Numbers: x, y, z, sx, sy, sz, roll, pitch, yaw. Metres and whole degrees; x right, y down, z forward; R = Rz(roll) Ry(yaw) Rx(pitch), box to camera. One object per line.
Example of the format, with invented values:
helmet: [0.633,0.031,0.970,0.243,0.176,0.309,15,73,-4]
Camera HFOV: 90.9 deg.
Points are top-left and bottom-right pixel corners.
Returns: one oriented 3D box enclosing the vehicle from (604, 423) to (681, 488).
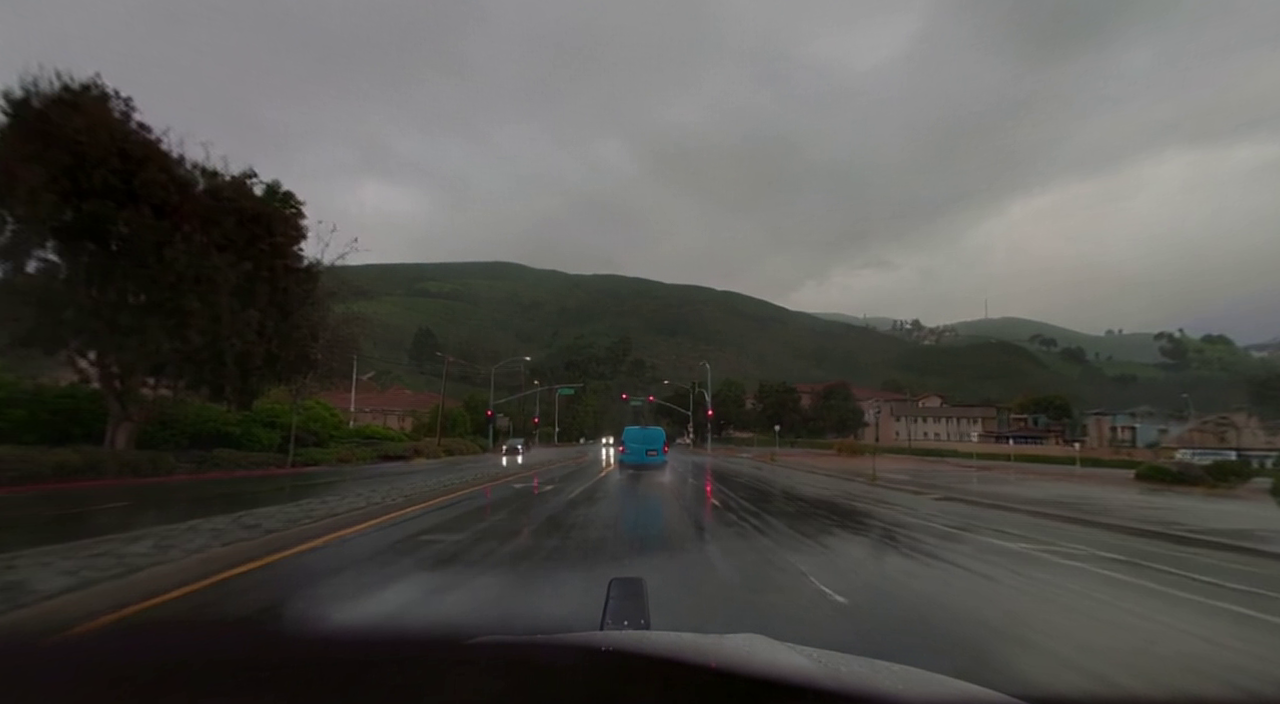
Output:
vehicle: [0.089,3.308,20.345,2.185,1.822,4.391,0,-9,0]
